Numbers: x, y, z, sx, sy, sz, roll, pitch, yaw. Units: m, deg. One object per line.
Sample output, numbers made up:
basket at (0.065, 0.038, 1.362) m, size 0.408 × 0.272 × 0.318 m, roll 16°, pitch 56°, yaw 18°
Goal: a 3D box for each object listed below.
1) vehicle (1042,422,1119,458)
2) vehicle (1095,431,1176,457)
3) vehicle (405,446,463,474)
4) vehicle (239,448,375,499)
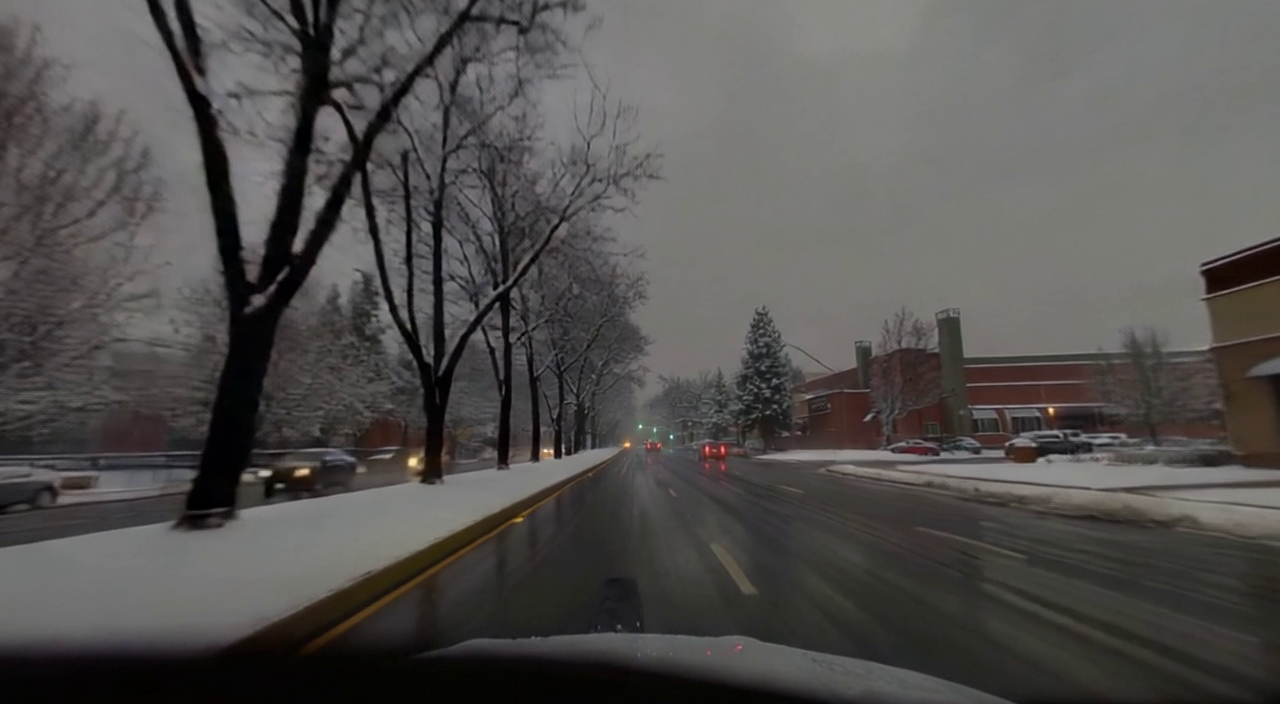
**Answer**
vehicle at (32.194, 6.415, 46.280) m, size 3.804 × 2.526 × 2.489 m, roll 1°, pitch -8°, yaw -11°
vehicle at (36.943, 6.844, 47.116) m, size 4.752 × 1.730 × 1.932 m, roll -1°, pitch -8°, yaw -11°
vehicle at (-13.103, 6.873, 40.521) m, size 1.990 × 1.686 × 4.611 m, roll -1°, pitch -8°, yaw 2°
vehicle at (-11.074, 4.033, 21.464) m, size 2.031 × 1.481 × 4.577 m, roll -1°, pitch -8°, yaw 2°
